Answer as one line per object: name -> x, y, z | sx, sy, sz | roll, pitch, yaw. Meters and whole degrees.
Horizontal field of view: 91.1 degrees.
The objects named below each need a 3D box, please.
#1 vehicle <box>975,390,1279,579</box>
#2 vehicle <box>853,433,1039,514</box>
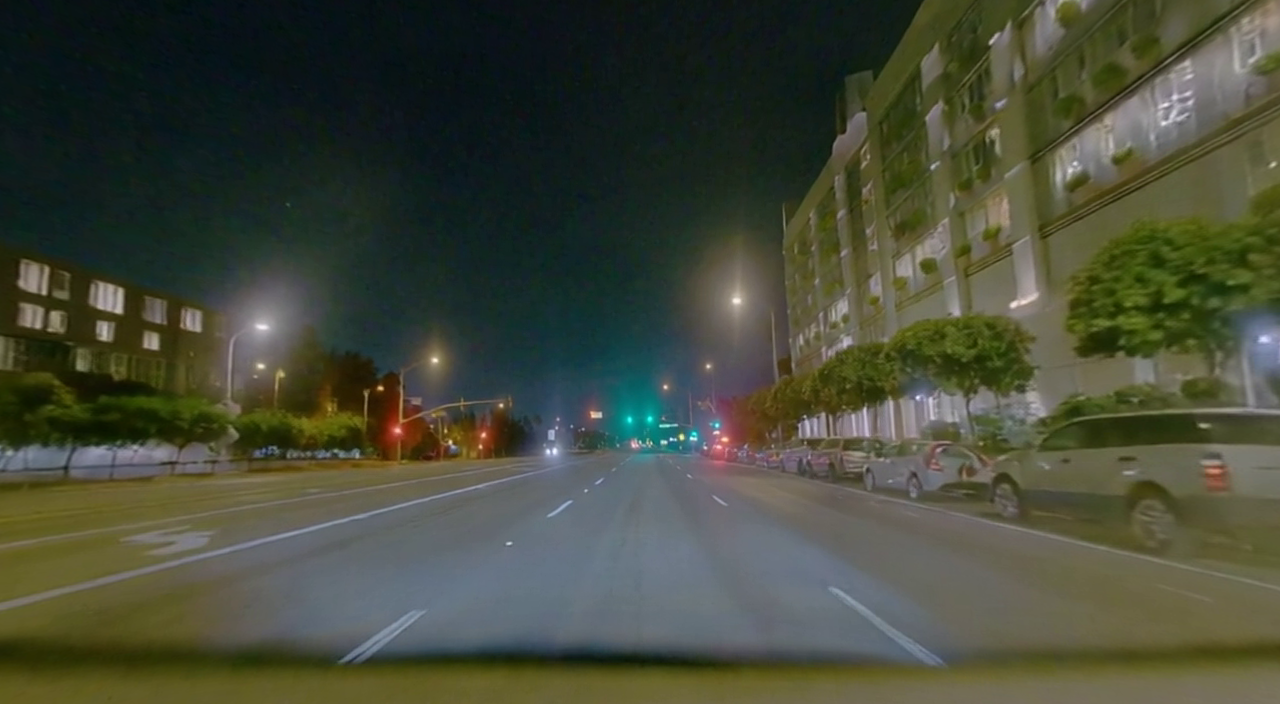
vehicle -> 6.789, 1.596, 8.382 | 1.983, 1.772, 4.833 | 0, -8, 1
vehicle -> 6.678, 2.678, 14.488 | 2.020, 1.520, 4.876 | 0, -8, 3
